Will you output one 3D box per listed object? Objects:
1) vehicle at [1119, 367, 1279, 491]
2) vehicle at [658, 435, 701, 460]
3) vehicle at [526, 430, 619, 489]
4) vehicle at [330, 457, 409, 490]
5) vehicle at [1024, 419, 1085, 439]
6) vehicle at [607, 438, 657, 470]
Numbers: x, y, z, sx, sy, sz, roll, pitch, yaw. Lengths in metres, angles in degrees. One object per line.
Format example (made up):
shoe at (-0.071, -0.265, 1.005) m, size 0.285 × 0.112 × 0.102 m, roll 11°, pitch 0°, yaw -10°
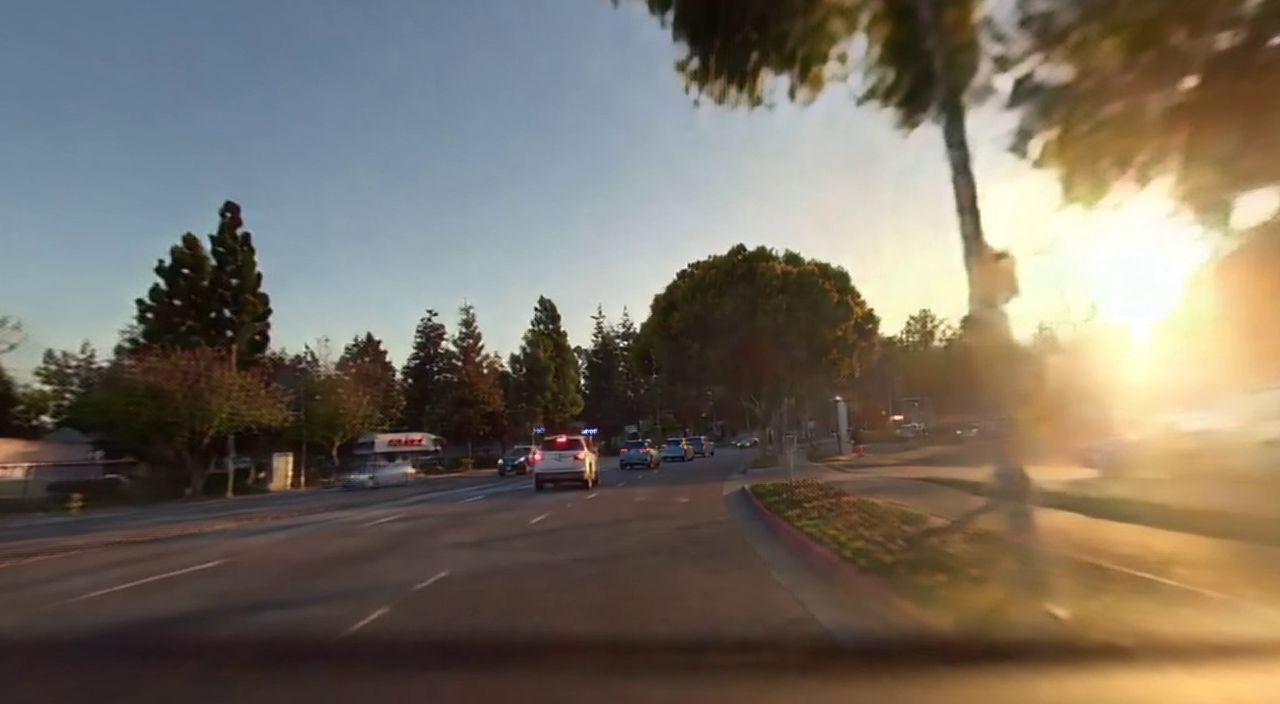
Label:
vehicle at (11.820, 1.349, 11.041) m, size 5.004 × 1.938 × 2.221 m, roll 0°, pitch -8°, yaw 1°
vehicle at (3.060, 7.268, 48.119) m, size 2.167 × 1.832 × 4.679 m, roll -3°, pitch -9°, yaw 18°
vehicle at (-2.268, 3.802, 22.682) m, size 2.168 × 1.783 × 4.695 m, roll -3°, pitch -9°, yaw 8°
vehicle at (-14.883, 6.695, 35.084) m, size 1.861 × 1.482 × 4.434 m, roll -5°, pitch -9°, yaw 11°
vehicle at (31.628, 5.926, 48.199) m, size 4.106 × 1.450 × 1.901 m, roll 4°, pitch -9°, yaw -26°
vehicle at (-0.376, 5.672, 35.458) m, size 2.002 × 1.664 × 4.113 m, roll -2°, pitch -8°, yaw 11°
